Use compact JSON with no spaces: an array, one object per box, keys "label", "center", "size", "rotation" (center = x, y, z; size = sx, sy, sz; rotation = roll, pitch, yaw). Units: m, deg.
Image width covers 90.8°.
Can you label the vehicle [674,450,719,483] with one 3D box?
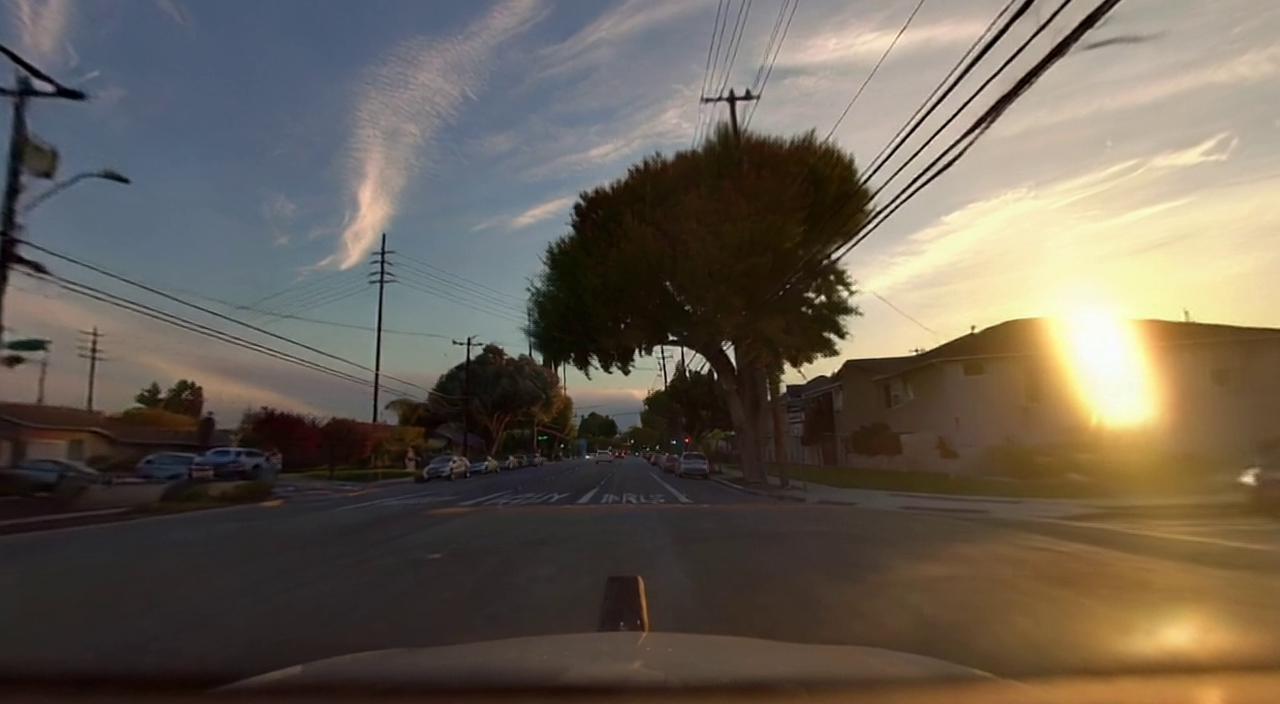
[{"label":"vehicle","center":[3.197,6.577,36.622],"size":[2.045,1.746,4.564],"rotation":[0,-9,-1]}]

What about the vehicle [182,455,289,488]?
[{"label":"vehicle","center":[-22.629,6.680,35.485],"size":[4.612,1.736,1.951],"rotation":[0,-9,-1]}]

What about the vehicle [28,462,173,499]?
[{"label":"vehicle","center":[-22.764,5.426,26.789],"size":[4.344,1.471,1.813],"rotation":[0,-9,-3]}]

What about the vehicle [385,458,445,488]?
[{"label":"vehicle","center":[-14.225,7.647,40.208],"size":[1.913,1.745,4.992],"rotation":[0,-9,1]}]
